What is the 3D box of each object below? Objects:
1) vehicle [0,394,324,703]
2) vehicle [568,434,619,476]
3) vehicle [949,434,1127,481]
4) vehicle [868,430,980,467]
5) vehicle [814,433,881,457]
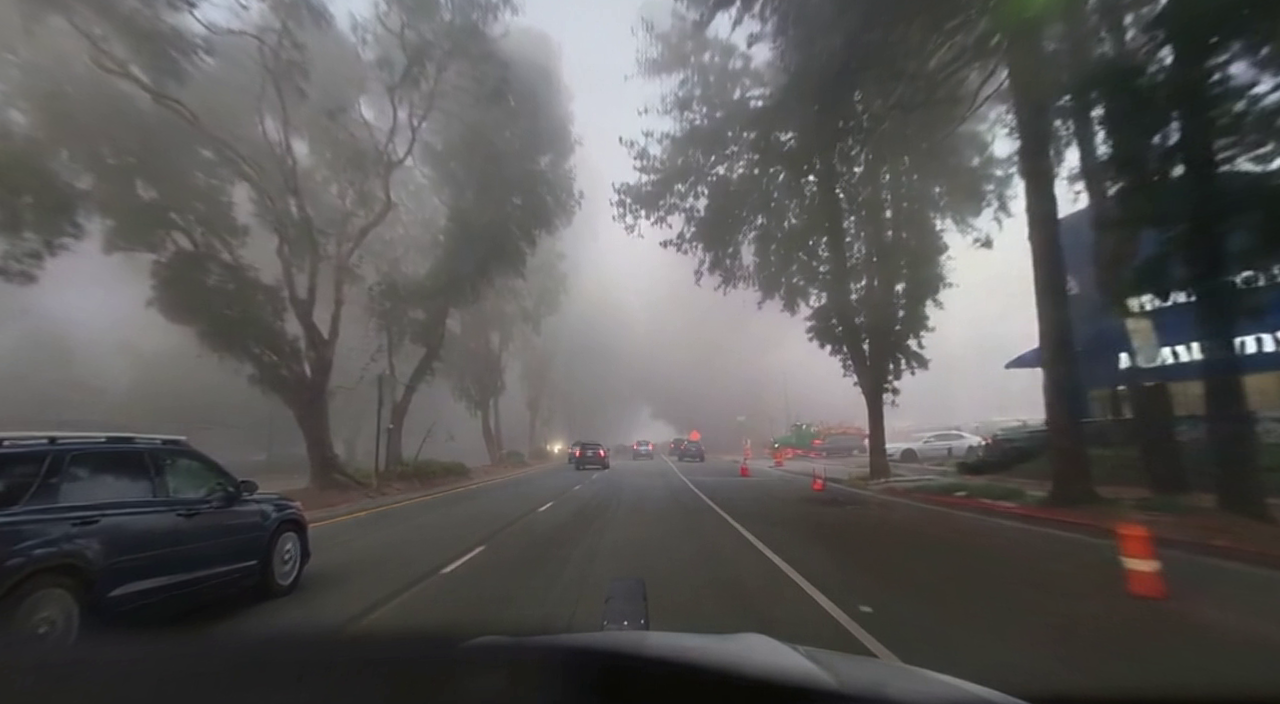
[{"bbox_3d":[-3.937,1.125,3.999,1.856,1.540,3.733,0,-8,1],"label":"vehicle"},{"bbox_3d":[-2.054,4.508,27.738,2.038,1.682,4.399,1,-8,-5],"label":"vehicle"},{"bbox_3d":[13.453,3.577,21.705,4.835,1.458,1.934,-3,-9,23],"label":"vehicle"},{"bbox_3d":[13.956,4.737,31.106,4.804,1.695,2.055,-4,-9,26],"label":"vehicle"},{"bbox_3d":[15.871,7.126,48.348,1.874,1.694,4.535,7,-11,-39],"label":"vehicle"}]
